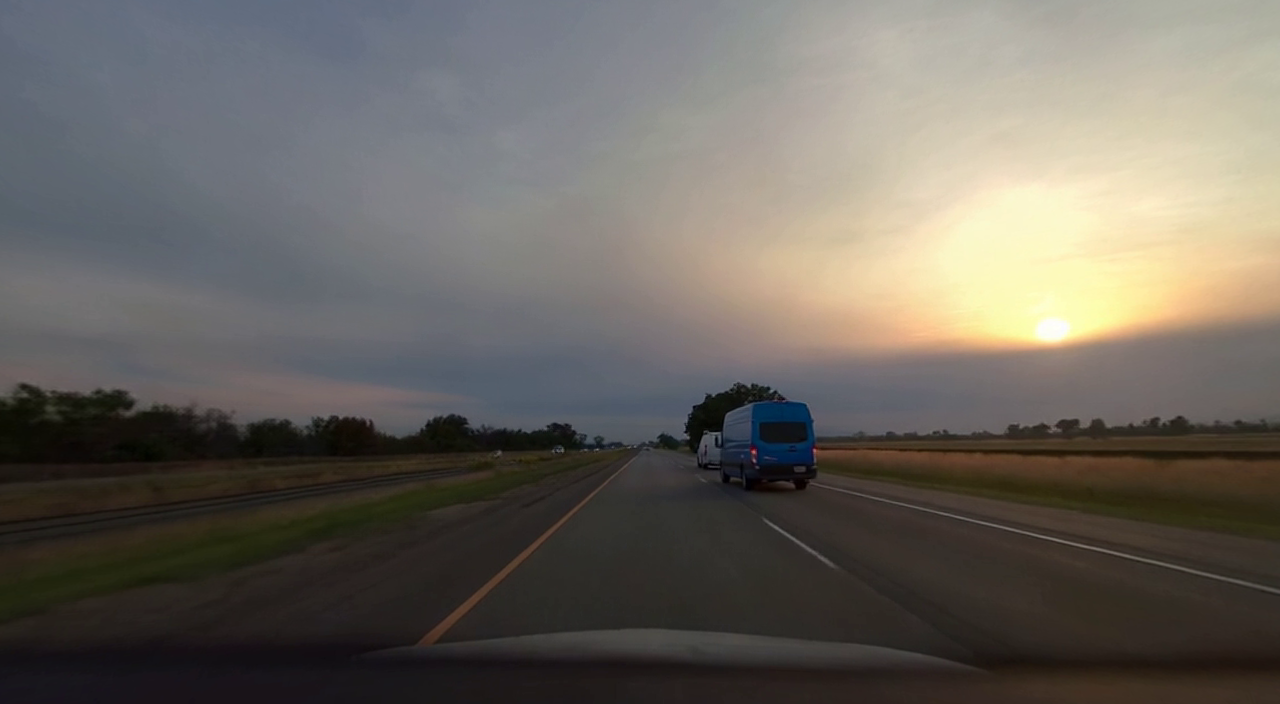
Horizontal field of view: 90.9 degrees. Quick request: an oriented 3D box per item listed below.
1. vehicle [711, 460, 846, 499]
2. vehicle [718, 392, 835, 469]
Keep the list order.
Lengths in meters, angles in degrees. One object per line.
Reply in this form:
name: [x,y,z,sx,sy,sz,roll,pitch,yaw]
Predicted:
vehicle: [3.996,3.888,19.729,2.702,0.824,6.391,0,-8,-1]
vehicle: [4.011,2.553,19.789,2.444,2.053,5.616,0,-9,0]
